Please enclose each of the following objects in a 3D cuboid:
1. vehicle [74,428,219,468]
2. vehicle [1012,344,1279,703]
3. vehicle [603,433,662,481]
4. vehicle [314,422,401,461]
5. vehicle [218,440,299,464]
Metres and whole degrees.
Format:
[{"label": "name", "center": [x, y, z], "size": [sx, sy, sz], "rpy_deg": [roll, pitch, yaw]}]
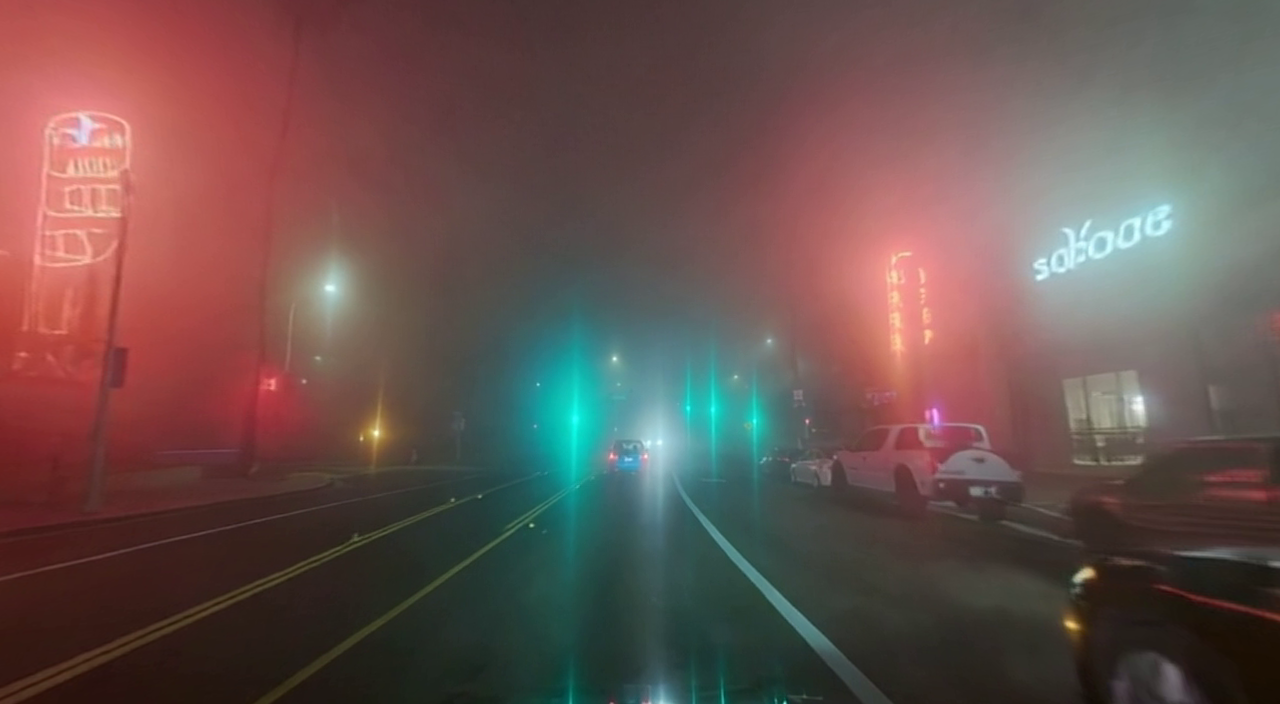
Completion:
[{"label": "vehicle", "center": [-32.639, 6.365, 42.173], "size": [2.562, 2.387, 6.989], "rpy_deg": [-4, -9, 29]}, {"label": "vehicle", "center": [3.093, 0.690, 1.297], "size": [1.983, 1.654, 4.354], "rpy_deg": [0, -8, 0]}, {"label": "vehicle", "center": [-0.302, 4.013, 24.377], "size": [2.063, 1.664, 4.471], "rpy_deg": [0, -8, -1]}, {"label": "vehicle", "center": [-20.913, 6.673, 47.041], "size": [2.198, 2.684, 5.751], "rpy_deg": [-4, -9, 25]}, {"label": "vehicle", "center": [-29.145, 7.625, 48.397], "size": [1.863, 1.733, 4.974], "rpy_deg": [-5, -9, 26]}]
